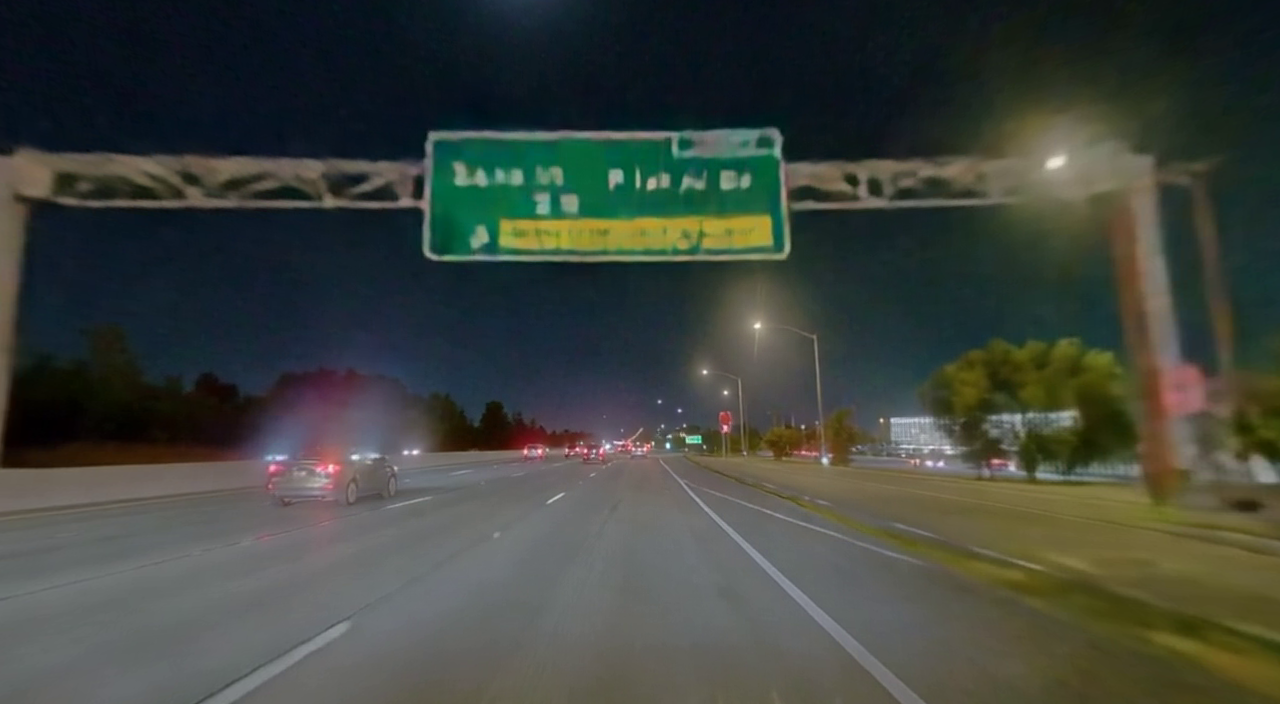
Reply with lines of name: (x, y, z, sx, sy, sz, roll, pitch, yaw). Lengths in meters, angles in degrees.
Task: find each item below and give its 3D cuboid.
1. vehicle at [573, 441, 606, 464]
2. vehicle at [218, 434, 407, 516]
vehicle: (-3.922, 7.889, 49.478, 2.158, 1.717, 4.375, 0, -9, 1)
vehicle: (-7.565, 2.864, 15.219, 2.071, 1.661, 4.540, 0, -9, 0)
